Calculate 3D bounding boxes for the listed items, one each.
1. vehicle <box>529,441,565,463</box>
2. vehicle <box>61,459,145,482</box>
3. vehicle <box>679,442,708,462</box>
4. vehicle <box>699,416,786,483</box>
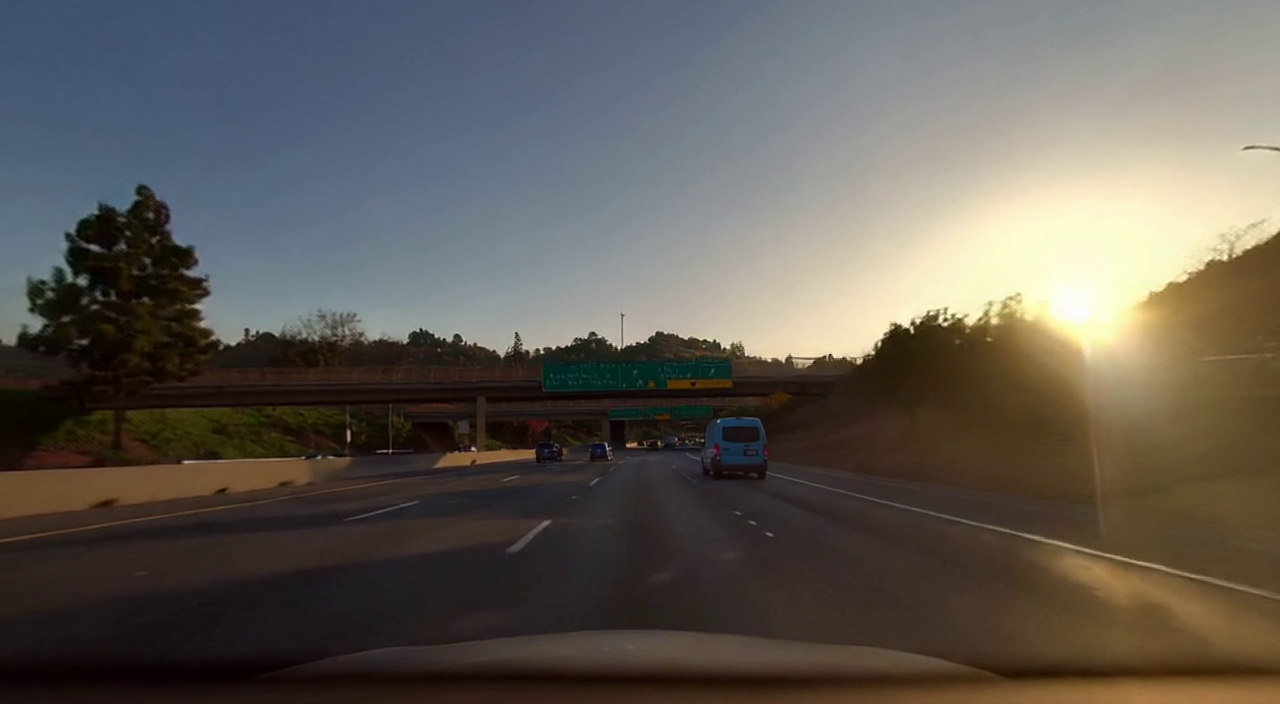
[{"bbox_3d":[-7.246,7.873,49.695,2.068,1.632,4.623,-1,-8,1],"label":"vehicle"},{"bbox_3d":[-37.820,8.335,44.581,1.866,1.477,4.659,0,-8,0],"label":"vehicle"},{"bbox_3d":[4.200,7.889,49.779,1.883,1.456,4.044,0,-8,-1],"label":"vehicle"},{"bbox_3d":[3.767,3.739,24.323,2.347,2.234,5.352,0,-8,-1],"label":"vehicle"}]
